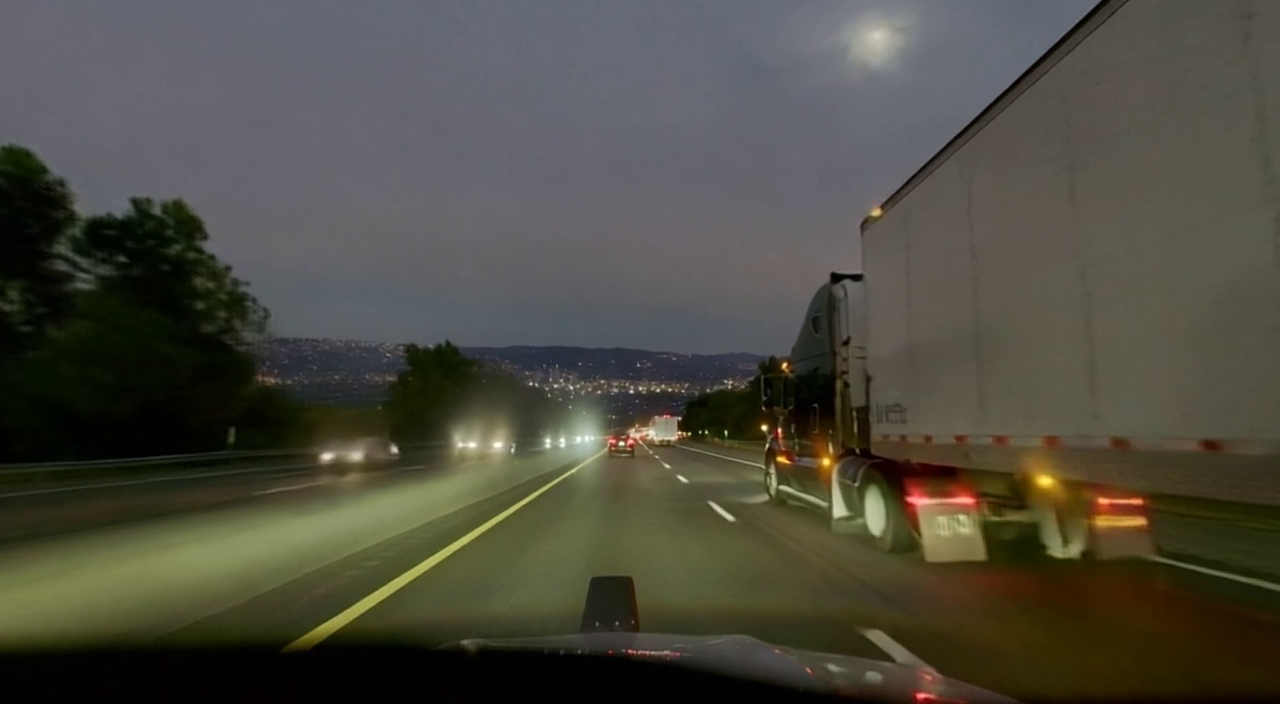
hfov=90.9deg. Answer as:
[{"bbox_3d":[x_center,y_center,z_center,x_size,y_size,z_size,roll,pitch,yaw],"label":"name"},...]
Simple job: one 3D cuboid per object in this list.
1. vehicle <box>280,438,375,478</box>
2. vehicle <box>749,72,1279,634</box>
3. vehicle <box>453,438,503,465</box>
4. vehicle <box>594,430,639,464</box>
[{"bbox_3d":[-13.683,4.624,27.908,2.013,1.628,4.313,0,-8,-1],"label":"vehicle"},{"bbox_3d":[3.988,0.501,8.910,2.955,3.940,9.037,0,-8,-2],"label":"vehicle"},{"bbox_3d":[-9.891,6.095,38.842,2.045,1.515,4.117,0,-8,-1],"label":"vehicle"},{"bbox_3d":[-1.118,4.625,30.864,2.095,1.557,3.963,0,-8,-1],"label":"vehicle"}]
